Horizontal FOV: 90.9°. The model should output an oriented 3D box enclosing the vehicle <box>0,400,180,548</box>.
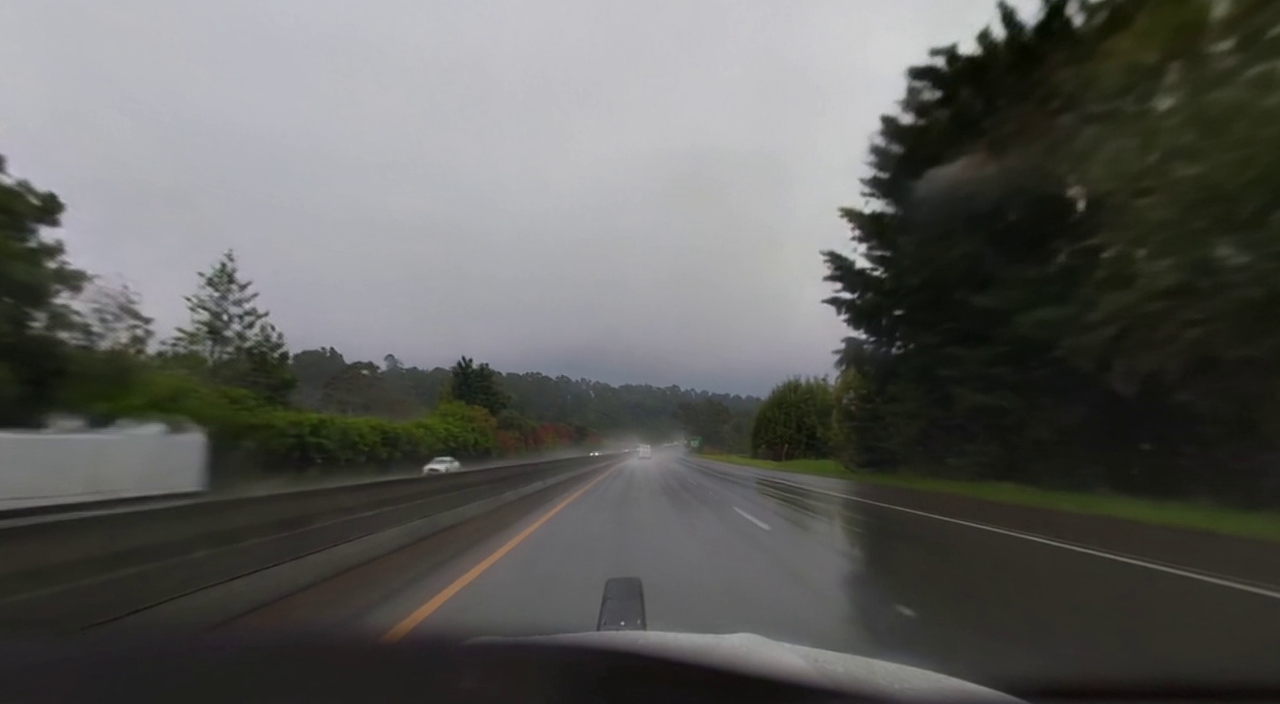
[{"bbox_3d":[-12.993,2.256,11.673,2.714,2.654,8.303,0,-9,0],"label":"vehicle"}]
